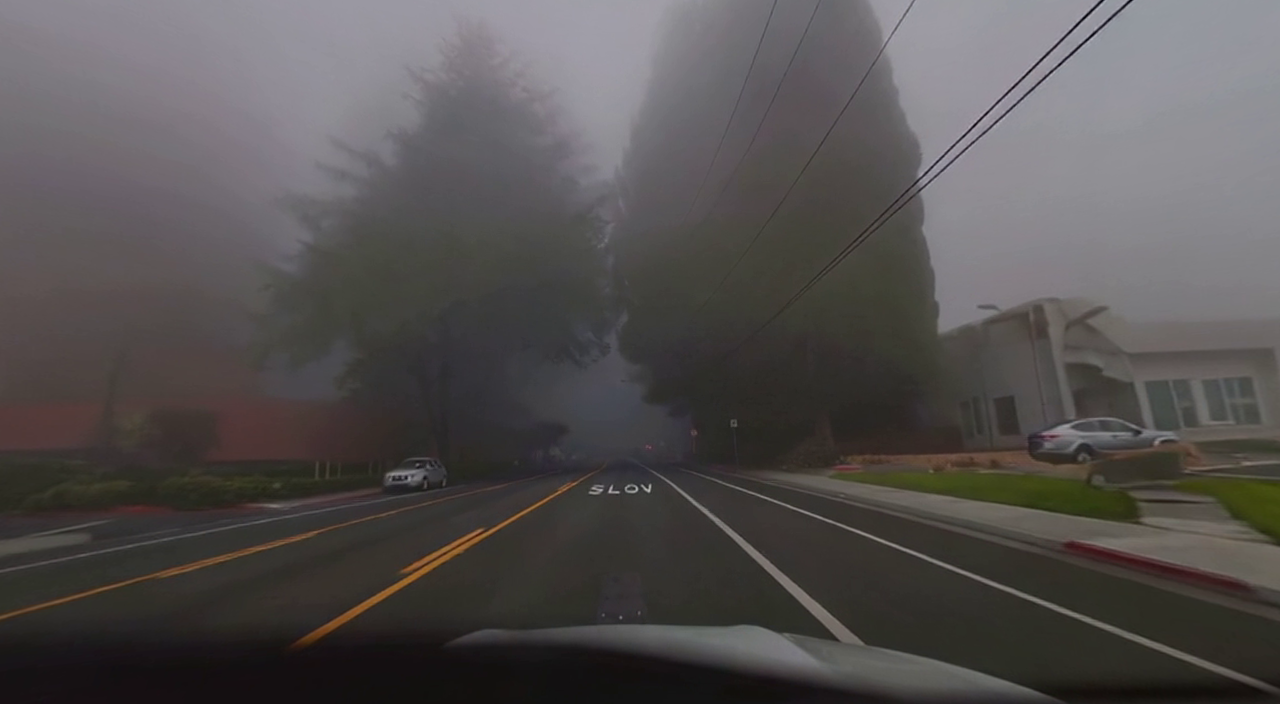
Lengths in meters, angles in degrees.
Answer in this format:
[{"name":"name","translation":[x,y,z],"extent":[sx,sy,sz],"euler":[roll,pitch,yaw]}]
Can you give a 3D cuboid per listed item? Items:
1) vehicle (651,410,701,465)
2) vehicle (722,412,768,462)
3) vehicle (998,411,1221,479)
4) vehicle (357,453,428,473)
[{"name":"vehicle","translation":[2.602,6.833,49.511],"extent":[3.074,3.703,11.122],"euler":[2,-9,-1]},{"name":"vehicle","translation":[7.589,6.141,45.139],"extent":[2.714,3.227,7.170],"euler":[-2,-9,13]},{"name":"vehicle","translation":[12.586,2.575,17.412],"extent":[4.554,1.668,1.974],"euler":[-5,-10,27]},{"name":"vehicle","translation":[-19.456,8.725,49.743],"extent":[4.804,1.527,1.887],"euler":[0,-9,0]}]
